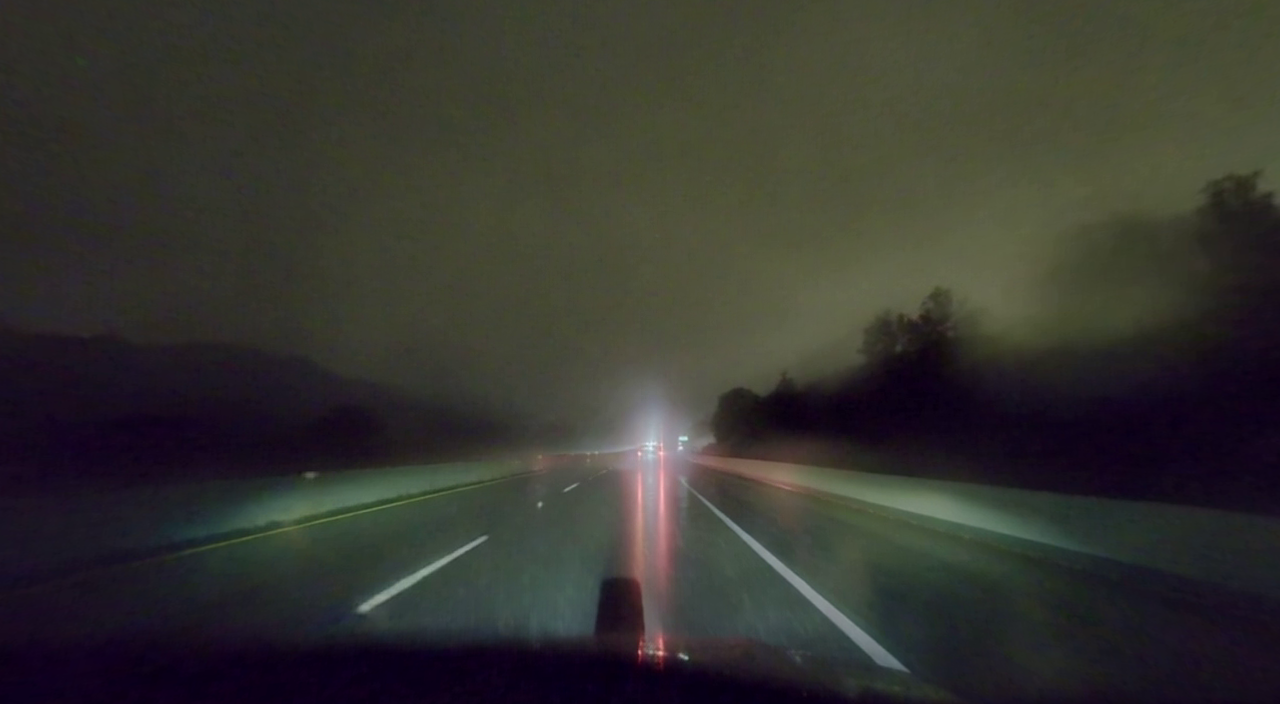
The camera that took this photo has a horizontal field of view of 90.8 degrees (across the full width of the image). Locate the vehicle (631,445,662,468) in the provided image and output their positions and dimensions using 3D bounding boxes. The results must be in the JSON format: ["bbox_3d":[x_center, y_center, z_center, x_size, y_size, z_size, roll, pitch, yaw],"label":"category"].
[{"bbox_3d":[0.515,7.855,47.471,2.221,1.603,4.149,0,-9,1],"label":"vehicle"}]
